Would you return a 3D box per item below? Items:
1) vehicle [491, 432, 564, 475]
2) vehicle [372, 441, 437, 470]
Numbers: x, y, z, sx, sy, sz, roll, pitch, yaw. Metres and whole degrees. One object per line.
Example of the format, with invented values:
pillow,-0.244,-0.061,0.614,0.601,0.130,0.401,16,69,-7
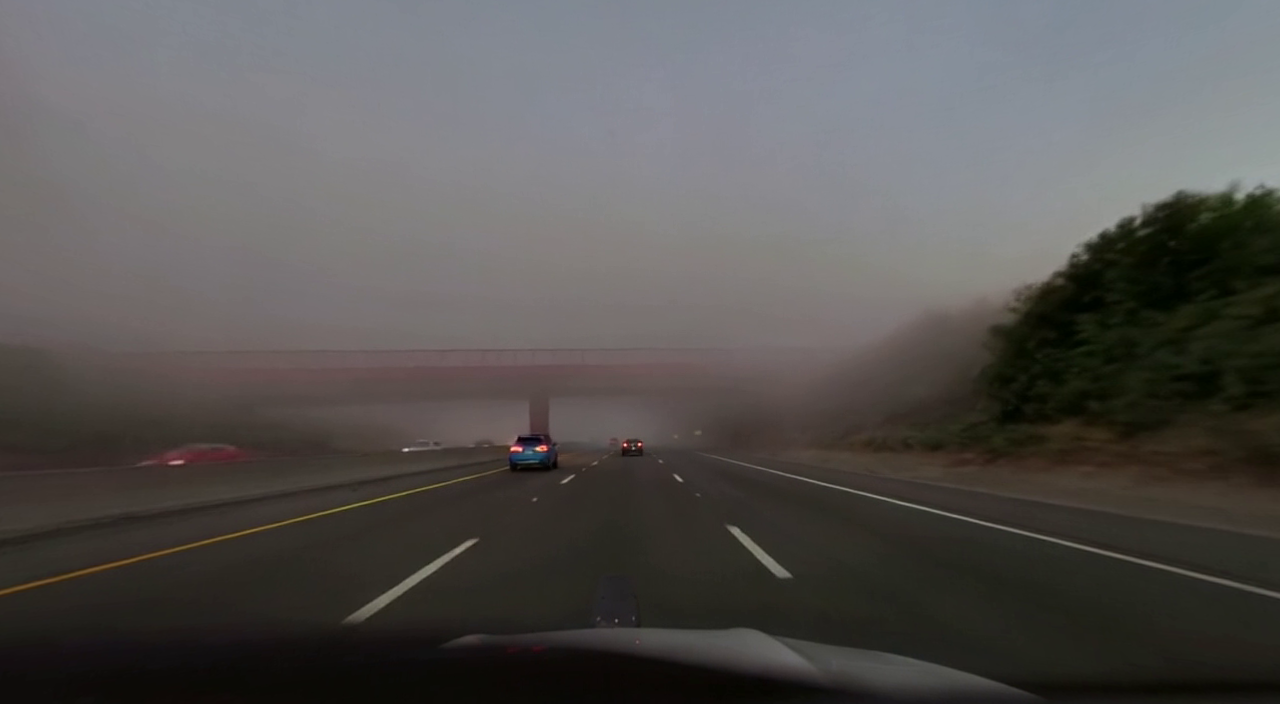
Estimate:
vehicle,-4.328,3.995,25.024,2.074,1.535,4.437,0,-8,0
vehicle,-12.695,5.548,34.244,1.845,1.448,4.482,0,-8,-1
